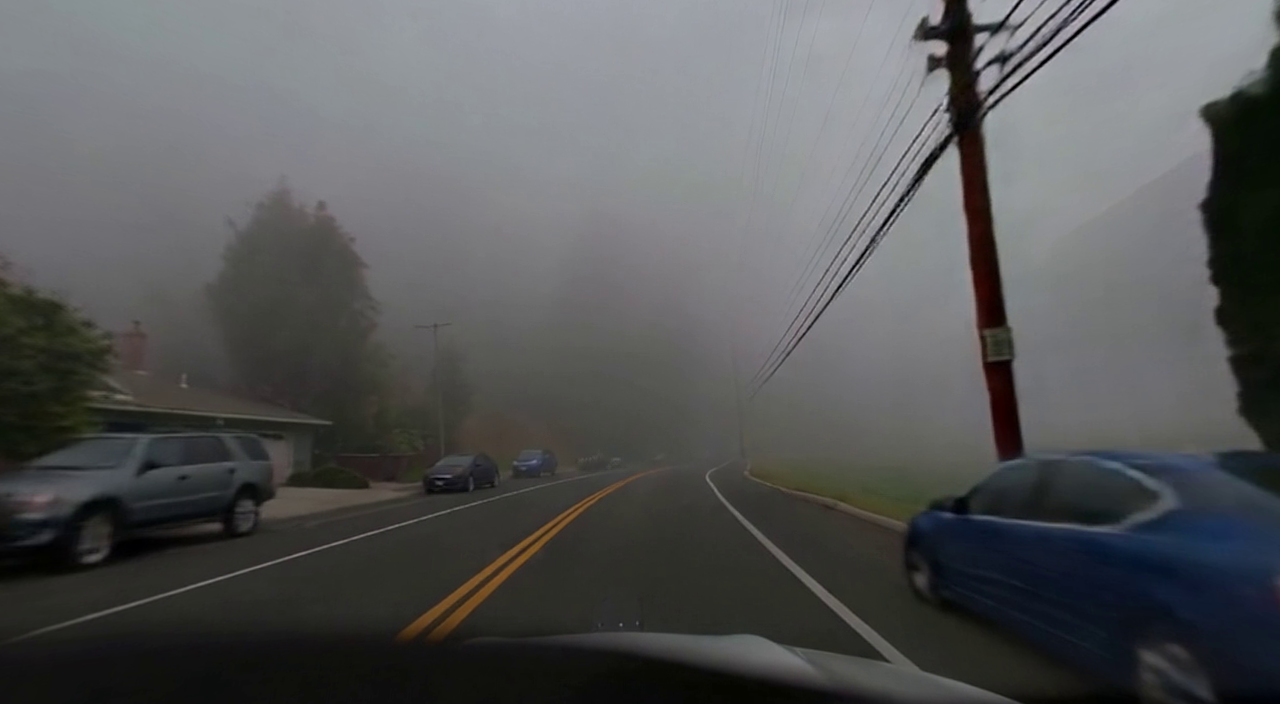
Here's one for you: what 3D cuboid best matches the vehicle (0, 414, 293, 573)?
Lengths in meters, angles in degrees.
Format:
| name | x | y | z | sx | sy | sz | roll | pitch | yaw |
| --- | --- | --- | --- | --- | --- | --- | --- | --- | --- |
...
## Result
| name | x | y | z | sx | sy | sz | roll | pitch | yaw |
| --- | --- | --- | --- | --- | --- | --- | --- | --- | --- |
| vehicle | -7.329 | 1.951 | 9.139 | 2.025 | 1.715 | 4.363 | -1 | -10 | 1 |

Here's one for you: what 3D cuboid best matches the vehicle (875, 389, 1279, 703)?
| name | x | y | z | sx | sy | sz | roll | pitch | yaw |
| --- | --- | --- | --- | --- | --- | --- | --- | --- | --- |
| vehicle | 3.346 | 1.143 | 3.933 | 2.054 | 1.470 | 4.504 | 0 | -9 | 0 |

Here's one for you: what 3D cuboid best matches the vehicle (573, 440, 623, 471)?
| name | x | y | z | sx | sy | sz | roll | pitch | yaw |
| --- | --- | --- | --- | --- | --- | --- | --- | --- | --- |
| vehicle | -2.967 | 7.572 | 45.919 | 2.295 | 1.989 | 5.055 | -4 | -11 | 11 |

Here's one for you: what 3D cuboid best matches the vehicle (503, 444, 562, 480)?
| name | x | y | z | sx | sy | sz | roll | pitch | yaw |
| --- | --- | --- | --- | --- | --- | --- | --- | --- | --- |
| vehicle | -5.477 | 5.713 | 32.497 | 1.927 | 1.542 | 3.886 | -5 | -13 | 6 |

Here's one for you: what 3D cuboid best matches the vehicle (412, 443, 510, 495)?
| name | x | y | z | sx | sy | sz | roll | pitch | yaw |
| --- | --- | --- | --- | --- | --- | --- | --- | --- | --- |
| vehicle | -6.396 | 4.332 | 23.208 | 1.840 | 1.523 | 4.333 | 4 | -11 | 6 |
